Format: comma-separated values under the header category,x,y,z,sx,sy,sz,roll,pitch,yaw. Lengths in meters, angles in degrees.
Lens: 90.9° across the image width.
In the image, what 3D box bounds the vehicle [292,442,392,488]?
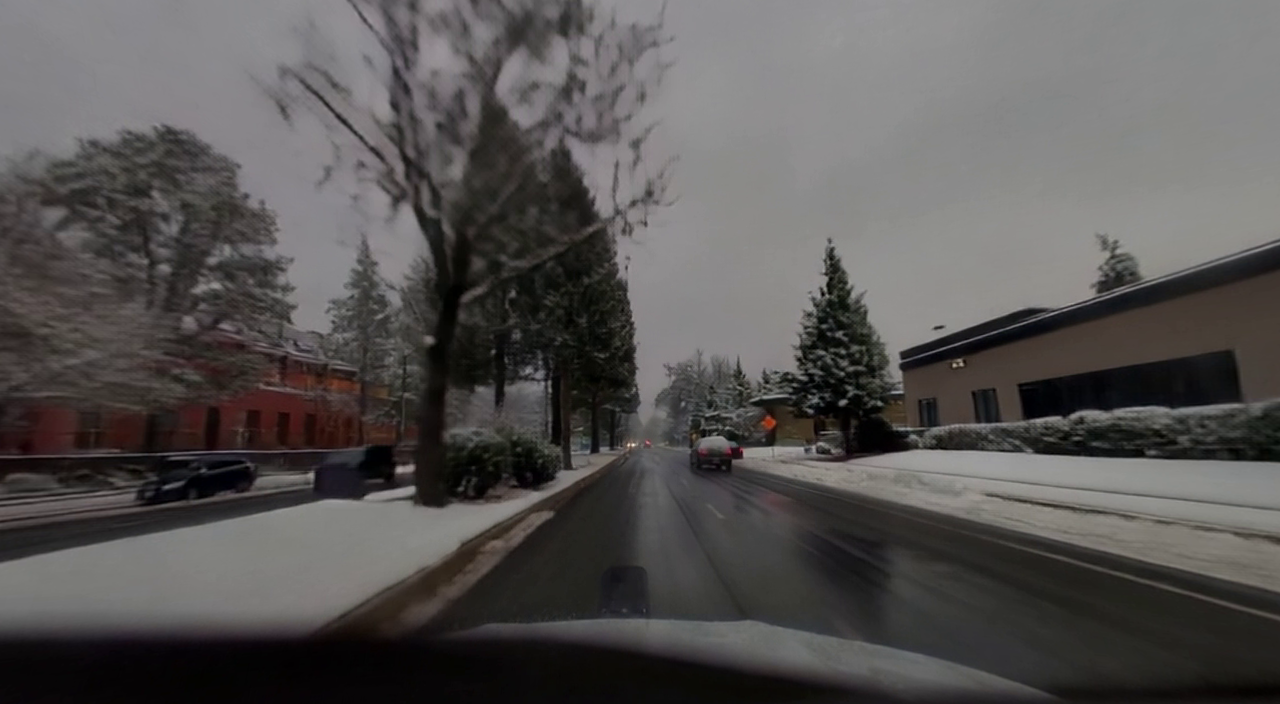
category,x,y,z,sx,sy,sz,roll,pitch,yaw
vehicle,-12.427,4.713,26.663,1.951,1.760,4.410,0,-8,1

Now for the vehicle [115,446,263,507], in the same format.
category,x,y,z,sx,sy,sz,roll,pitch,yaw
vehicle,-16.633,4.554,23.652,2.070,1.892,4.708,-2,-8,0

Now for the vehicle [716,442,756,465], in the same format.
category,x,y,z,sx,sy,sz,roll,pitch,yaw
vehicle,6.655,7.057,44.109,2.100,1.491,4.563,0,-8,0

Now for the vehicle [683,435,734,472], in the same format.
category,x,y,z,sx,sy,sz,roll,pitch,yaw
vehicle,3.520,5.304,33.172,2.143,1.759,4.378,0,-8,-1
